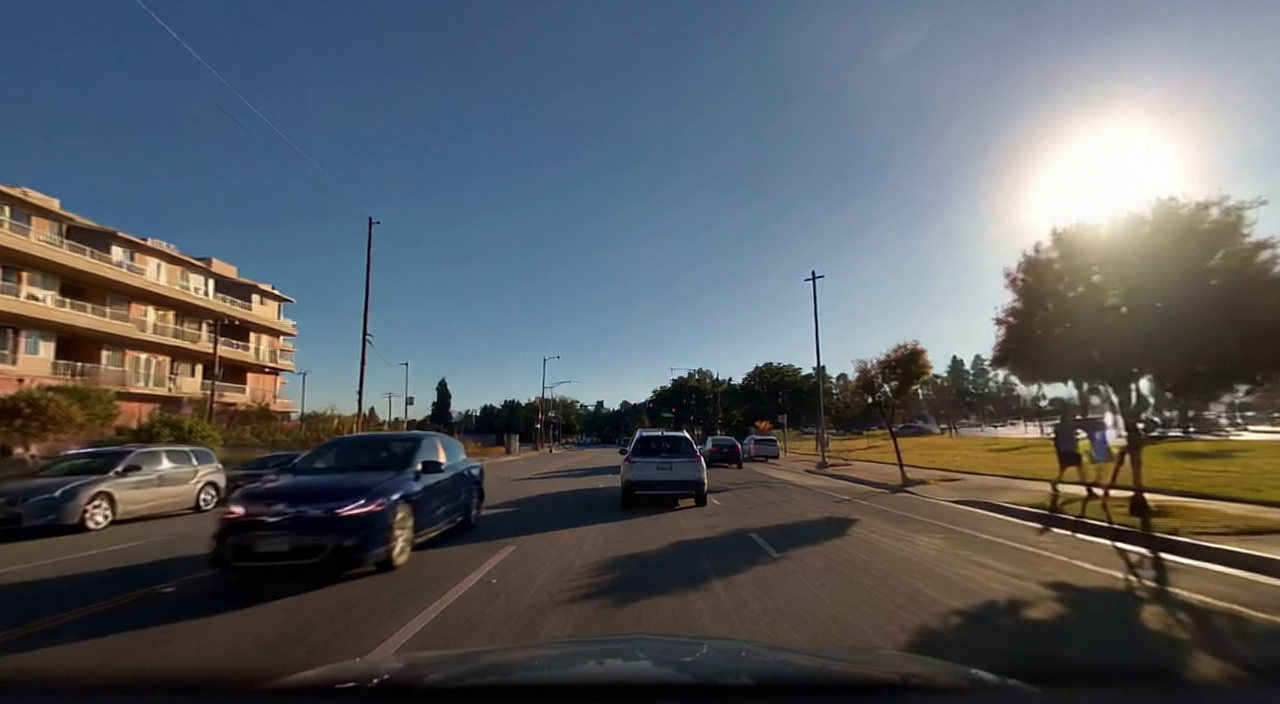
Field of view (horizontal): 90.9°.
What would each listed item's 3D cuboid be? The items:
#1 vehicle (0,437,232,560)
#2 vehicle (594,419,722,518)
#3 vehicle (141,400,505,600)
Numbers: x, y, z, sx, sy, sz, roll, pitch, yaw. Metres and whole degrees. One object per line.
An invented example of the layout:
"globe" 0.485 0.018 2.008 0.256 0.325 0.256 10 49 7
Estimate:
"vehicle" -10.404 2.596 12.098 1.940 1.816 4.721 -1 -7 0
"vehicle" 0.274 2.221 12.465 2.132 1.632 3.838 0 -8 -1
"vehicle" -3.225 1.606 7.733 2.086 1.702 4.451 -1 -8 1
